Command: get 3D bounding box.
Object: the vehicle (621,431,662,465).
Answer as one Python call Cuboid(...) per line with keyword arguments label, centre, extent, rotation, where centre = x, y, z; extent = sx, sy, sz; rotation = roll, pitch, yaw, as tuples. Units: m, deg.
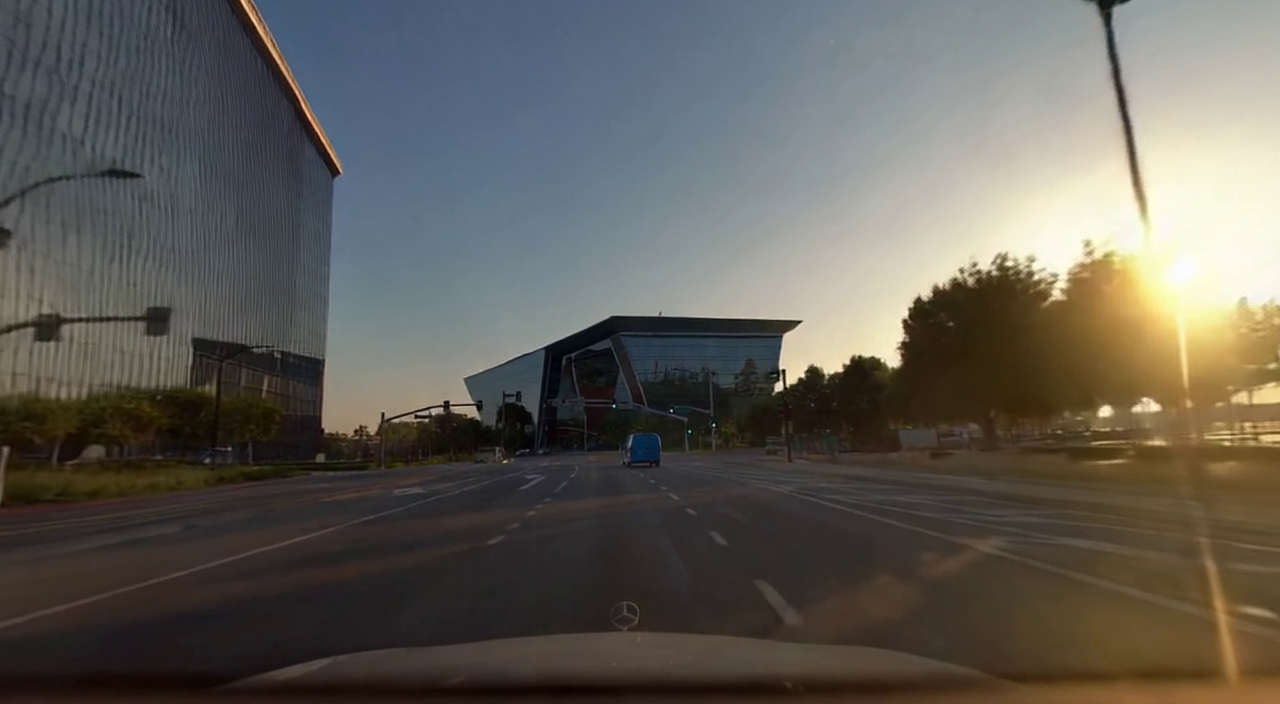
Cuboid(label="vehicle", centre=(0.045, 6.798, 44.681), extent=(2.339, 2.244, 4.817), rotation=(1, -8, -7))
